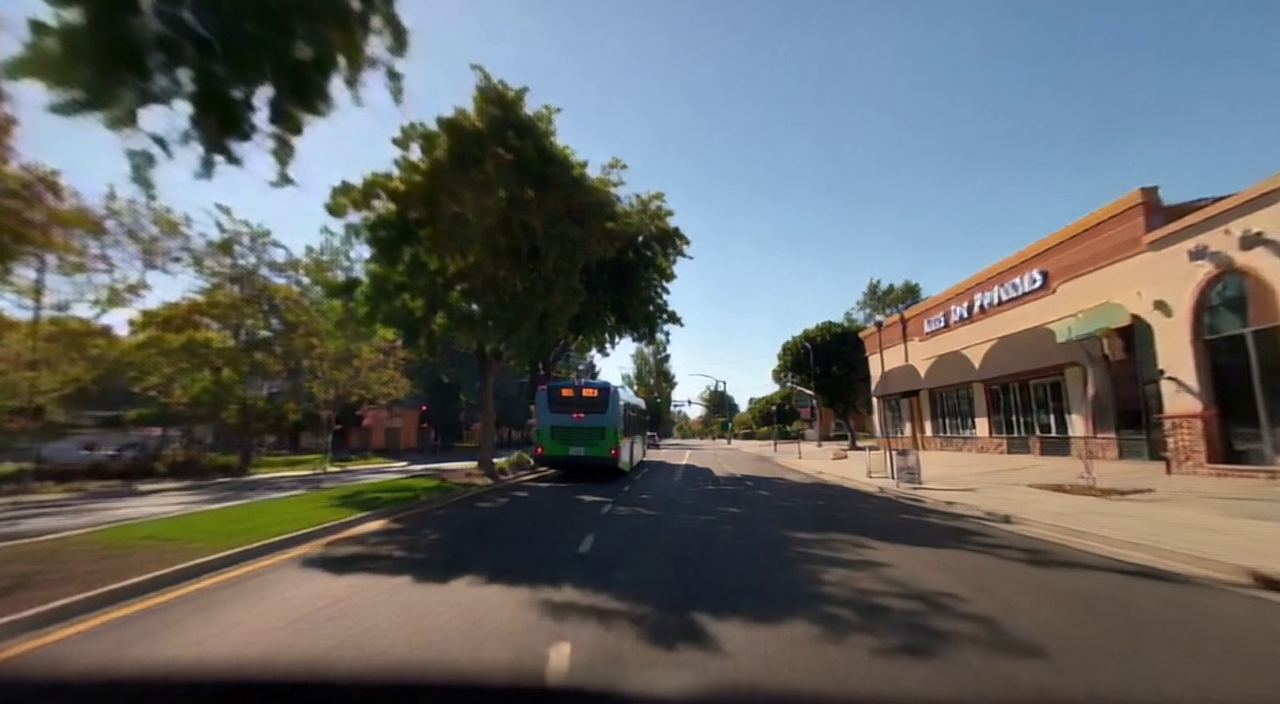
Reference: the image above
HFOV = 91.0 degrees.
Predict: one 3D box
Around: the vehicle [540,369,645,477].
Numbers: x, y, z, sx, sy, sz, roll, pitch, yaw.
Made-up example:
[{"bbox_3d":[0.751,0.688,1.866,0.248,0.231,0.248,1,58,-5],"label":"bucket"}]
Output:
[{"bbox_3d":[-1.464,3.088,25.699,3.031,3.429,11.005,0,-9,2],"label":"vehicle"}]
